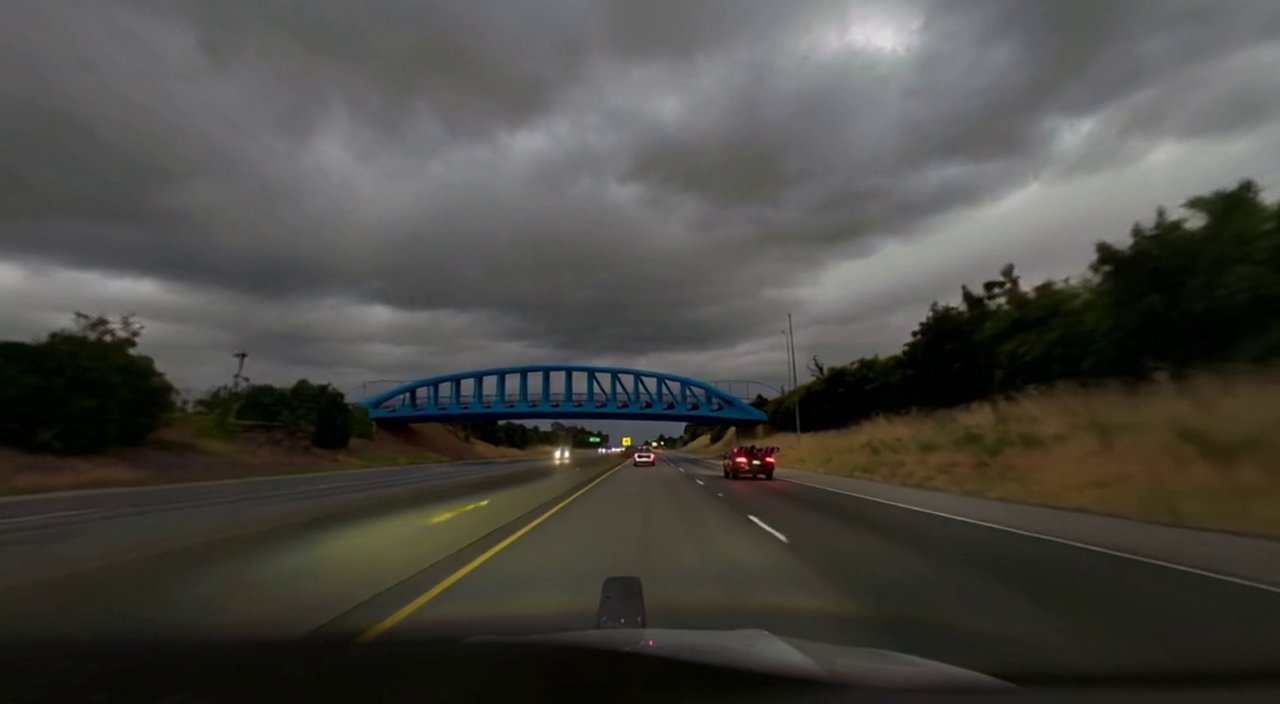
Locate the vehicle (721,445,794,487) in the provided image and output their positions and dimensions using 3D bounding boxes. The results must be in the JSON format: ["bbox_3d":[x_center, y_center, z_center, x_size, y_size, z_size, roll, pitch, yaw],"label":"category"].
[{"bbox_3d":[4.572,4.512,25.353,1.988,1.505,4.958,0,-9,0],"label":"vehicle"}]

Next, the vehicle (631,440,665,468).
[{"bbox_3d":[0.619,7.459,46.191,2.369,1.948,5.343,0,-9,2],"label":"vehicle"}]
